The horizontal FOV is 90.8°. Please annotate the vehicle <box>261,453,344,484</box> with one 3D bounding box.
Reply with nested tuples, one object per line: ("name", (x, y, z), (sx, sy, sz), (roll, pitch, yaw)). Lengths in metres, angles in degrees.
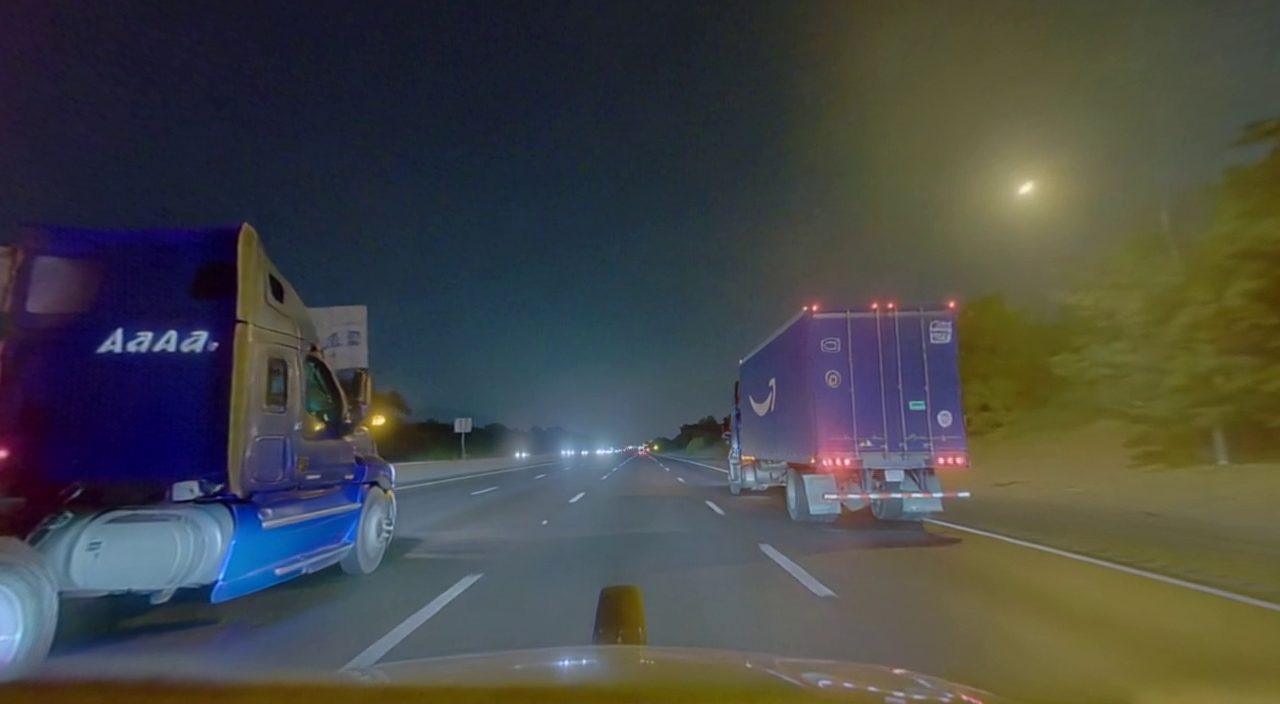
("vehicle", (-17.112, 5.887, 32.258), (1.862, 1.434, 4.448), (0, -9, -1))
